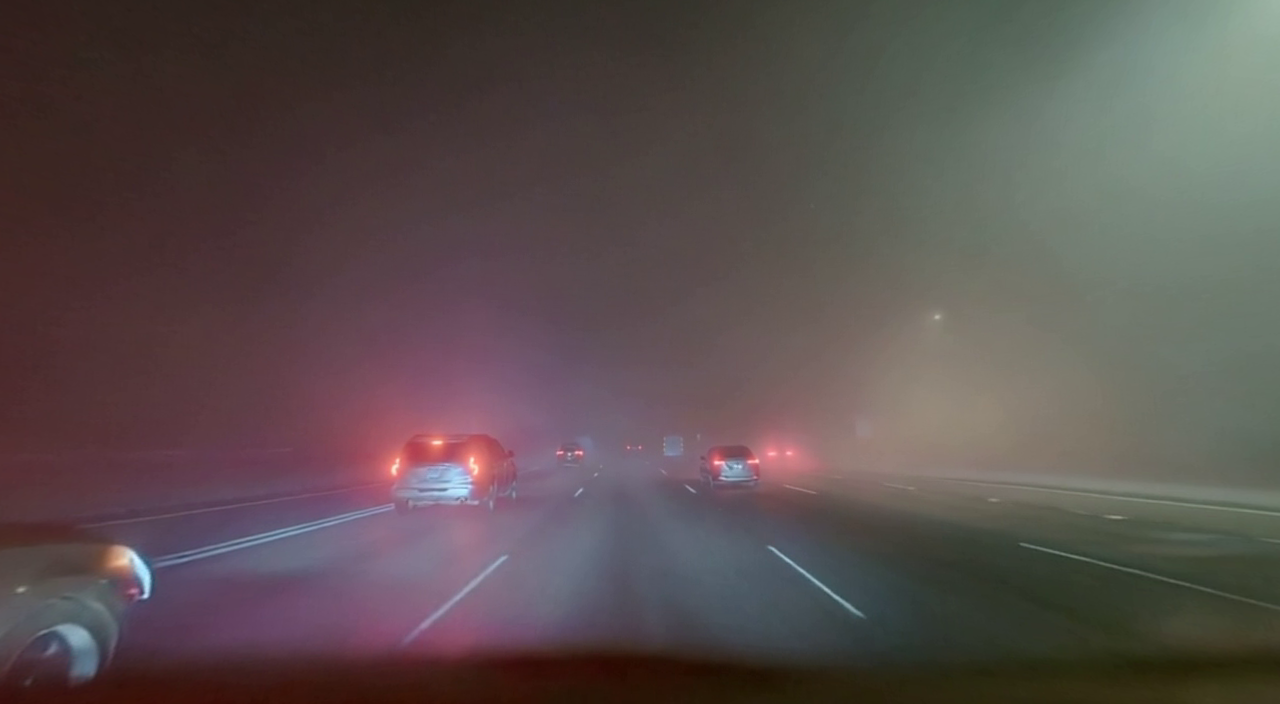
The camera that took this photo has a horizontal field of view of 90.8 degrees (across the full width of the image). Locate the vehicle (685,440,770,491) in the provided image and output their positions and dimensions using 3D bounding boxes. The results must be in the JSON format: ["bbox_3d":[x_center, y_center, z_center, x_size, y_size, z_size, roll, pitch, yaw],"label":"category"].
[{"bbox_3d":[2.828,3.797,21.496,2.053,1.510,4.400,0,-9,-3],"label":"vehicle"}]

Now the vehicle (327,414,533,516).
[{"bbox_3d":[-4.327,2.510,14.474,2.684,1.839,5.803,0,-9,0],"label":"vehicle"}]

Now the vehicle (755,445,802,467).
[{"bbox_3d":[9.812,7.380,44.953,2.105,1.496,4.393,0,-9,-3],"label":"vehicle"}]

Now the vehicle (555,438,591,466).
[{"bbox_3d":[-4.618,7.018,44.313,2.149,1.843,4.348,1,-9,-2],"label":"vehicle"}]
